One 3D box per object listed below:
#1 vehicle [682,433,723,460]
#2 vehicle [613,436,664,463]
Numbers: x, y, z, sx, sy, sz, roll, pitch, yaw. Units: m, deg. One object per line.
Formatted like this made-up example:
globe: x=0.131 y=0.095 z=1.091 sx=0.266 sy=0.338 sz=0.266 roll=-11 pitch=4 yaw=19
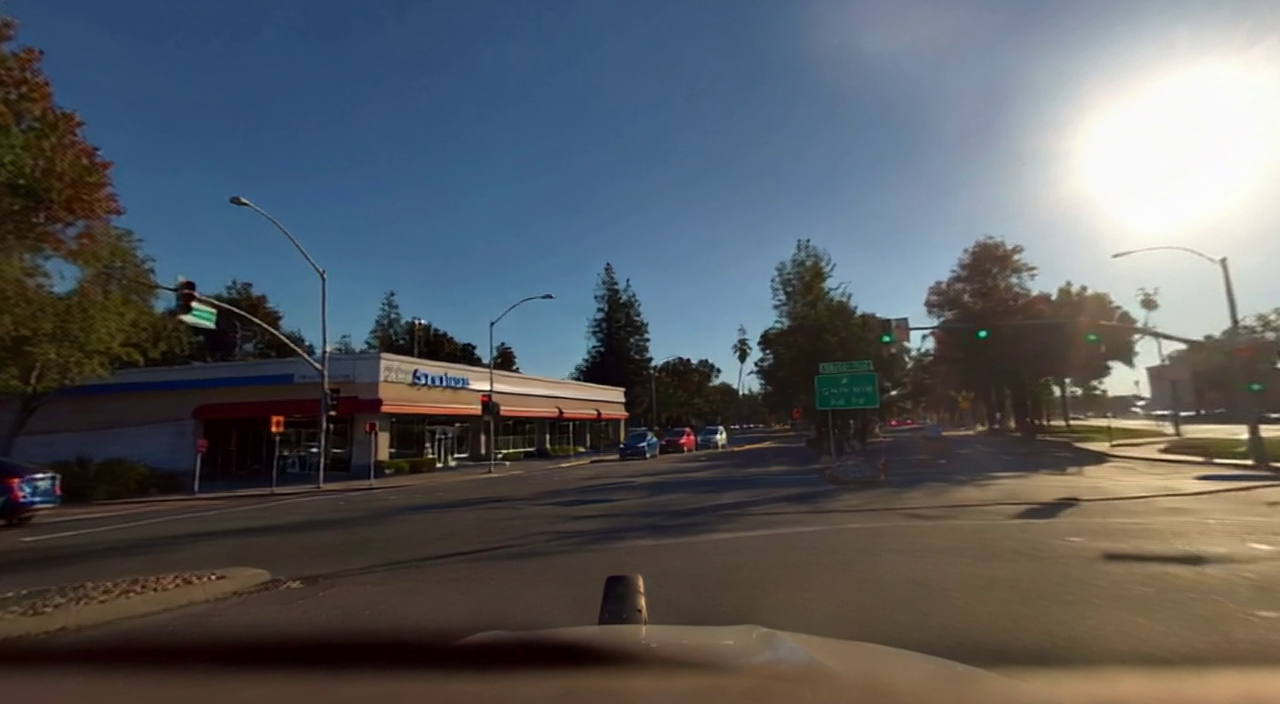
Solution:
vehicle: x=3.849 y=5.709 z=38.275 sx=1.920 sy=1.546 sz=4.086 roll=-2 pitch=-8 yaw=14
vehicle: x=-0.019 y=5.869 z=38.197 sx=2.111 sy=1.499 sz=4.371 roll=-2 pitch=-8 yaw=13
